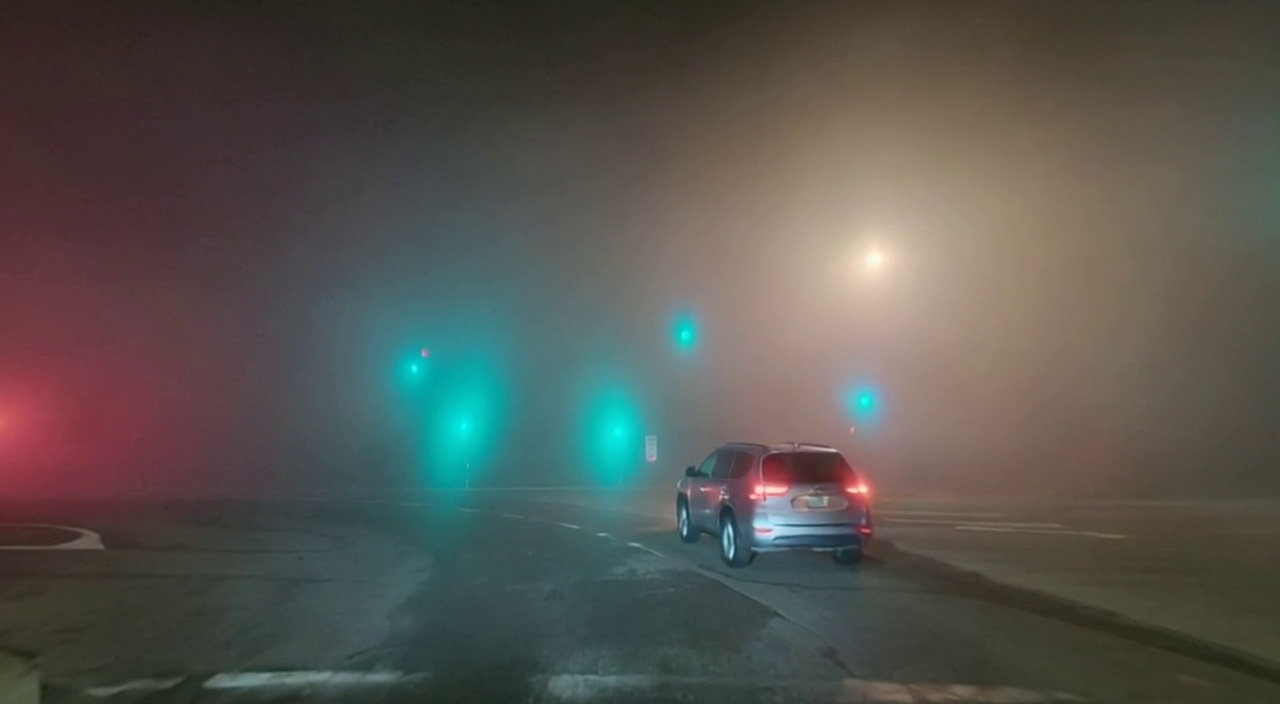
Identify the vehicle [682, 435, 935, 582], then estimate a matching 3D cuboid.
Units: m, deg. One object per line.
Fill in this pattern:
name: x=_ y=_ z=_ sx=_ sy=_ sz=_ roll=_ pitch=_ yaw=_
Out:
vehicle: x=2.155 y=2.126 z=9.524 sx=1.938 sy=1.648 sz=4.211 roll=2 pitch=-9 yaw=-12
